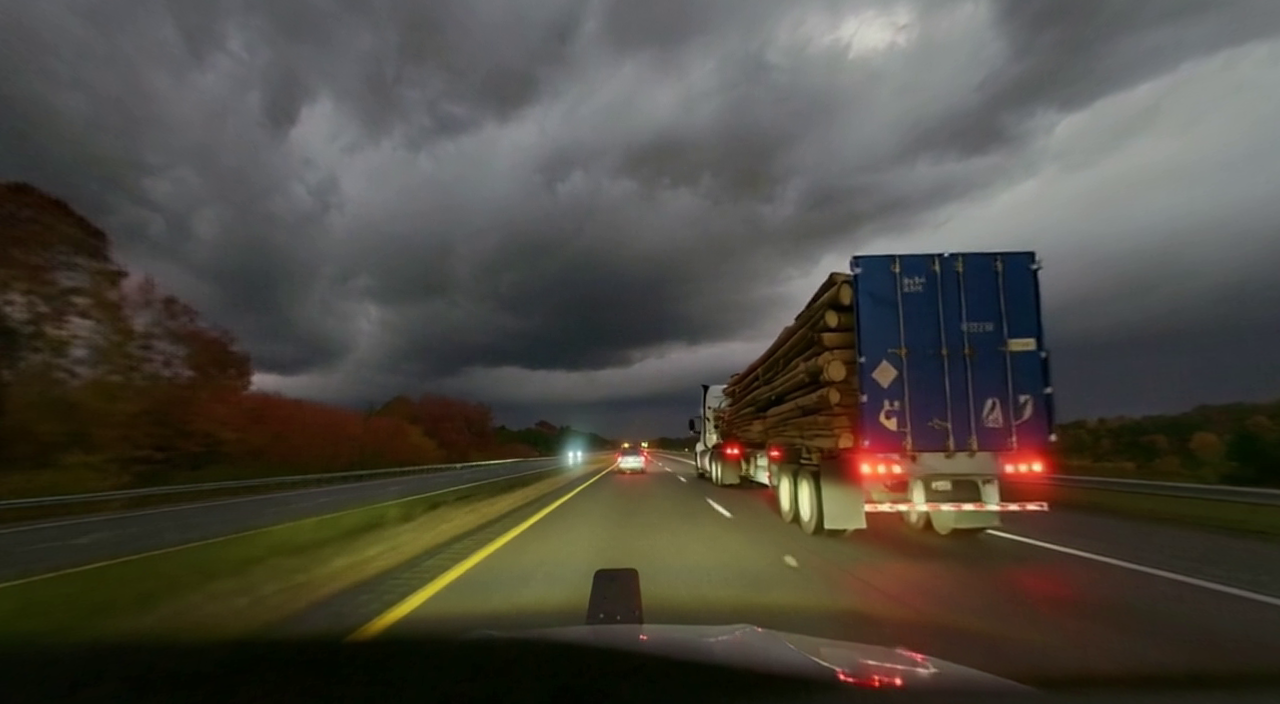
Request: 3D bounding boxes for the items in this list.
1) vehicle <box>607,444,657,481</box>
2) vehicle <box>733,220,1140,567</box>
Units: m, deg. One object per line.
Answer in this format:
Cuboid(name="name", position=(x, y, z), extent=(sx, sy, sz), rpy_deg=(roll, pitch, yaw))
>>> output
Cuboid(name="vehicle", position=(-0.348, 4.936, 28.222), extent=(2.099, 1.506, 4.097), rpy_deg=(-1, -9, 0))
Cuboid(name="vehicle", position=(3.896, 1.021, 11.259), extent=(3.004, 3.923, 8.363), rpy_deg=(0, -9, -1))
